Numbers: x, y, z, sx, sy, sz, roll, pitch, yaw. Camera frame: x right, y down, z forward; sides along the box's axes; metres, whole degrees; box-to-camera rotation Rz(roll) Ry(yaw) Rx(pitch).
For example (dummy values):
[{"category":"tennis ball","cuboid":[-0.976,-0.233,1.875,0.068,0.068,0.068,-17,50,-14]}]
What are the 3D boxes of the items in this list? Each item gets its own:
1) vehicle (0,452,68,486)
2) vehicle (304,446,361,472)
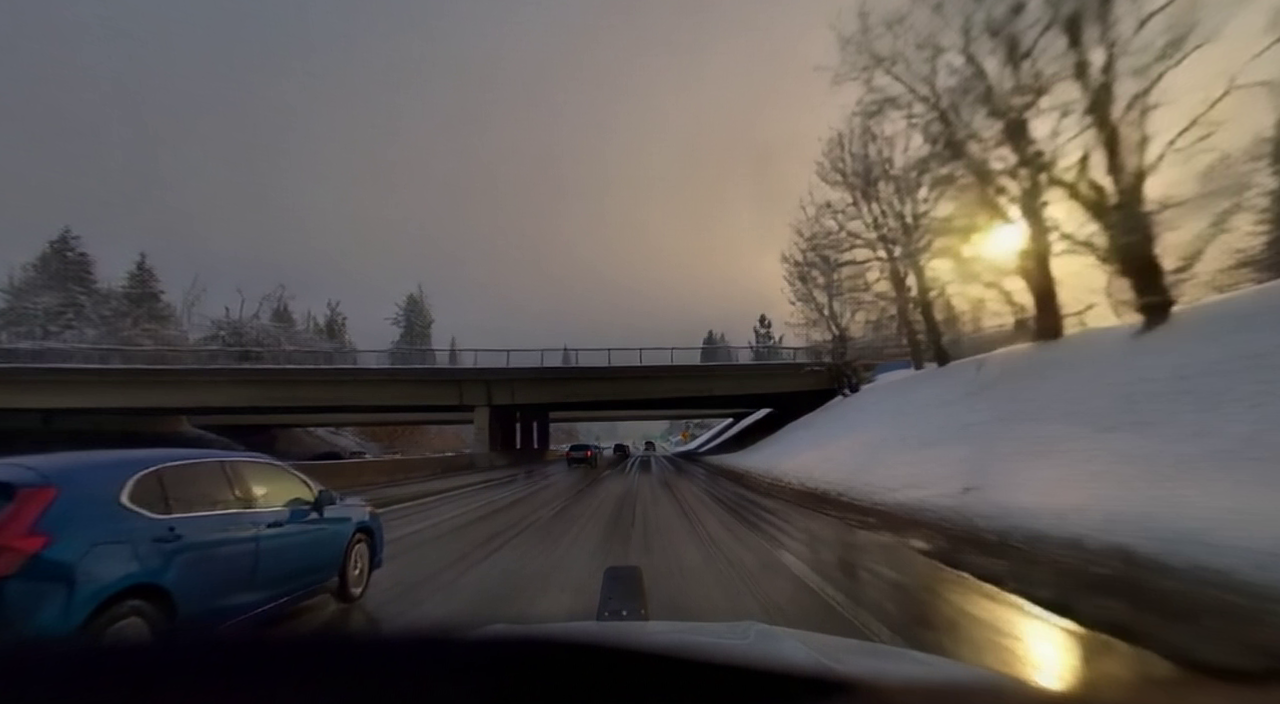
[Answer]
[{"category":"vehicle","cuboid":[-27.954,5.169,28.012,1.644,1.420,3.518,-1,-8,2]},{"category":"vehicle","cuboid":[-16.592,5.771,34.191,1.441,1.325,3.178,0,-8,0]}]
